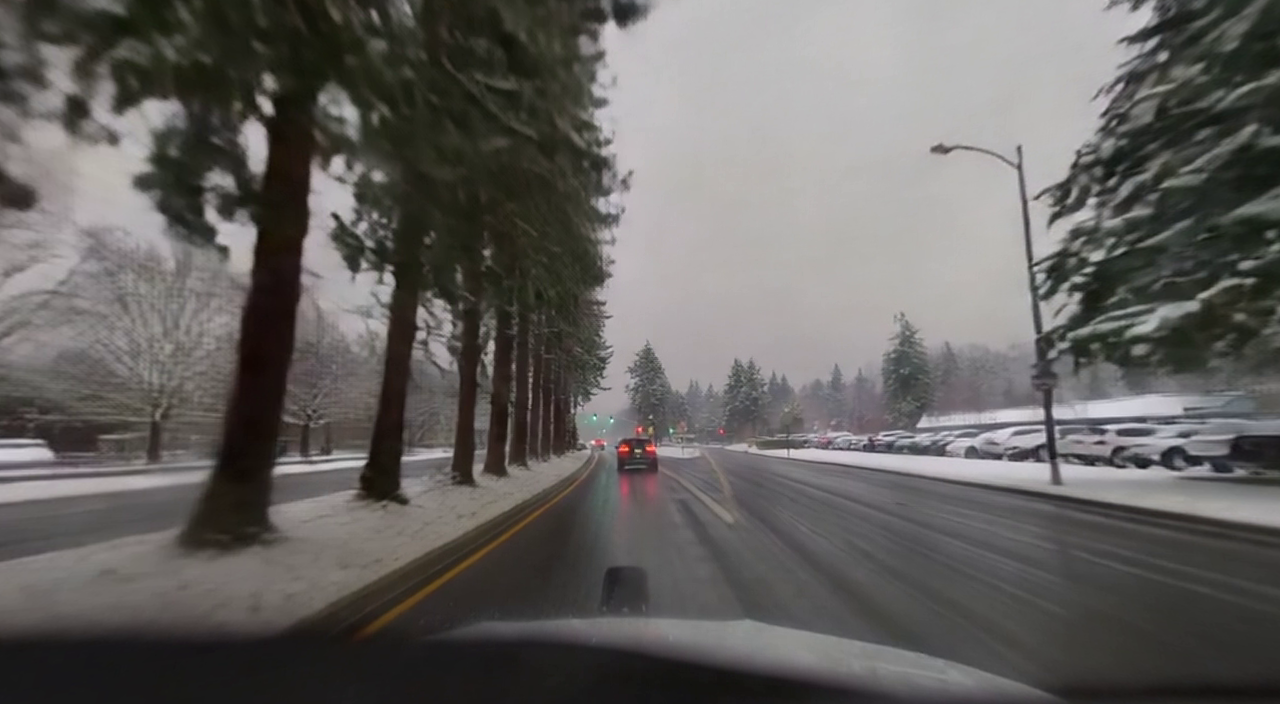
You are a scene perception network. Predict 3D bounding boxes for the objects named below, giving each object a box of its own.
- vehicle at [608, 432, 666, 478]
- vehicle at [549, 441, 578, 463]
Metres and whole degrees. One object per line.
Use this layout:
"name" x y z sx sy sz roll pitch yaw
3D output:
"vehicle" -0.152 4.112 25.328 2.135 1.691 3.884 0 -9 -1
"vehicle" -5.776 7.531 47.685 1.950 1.563 3.727 0 -9 -4
